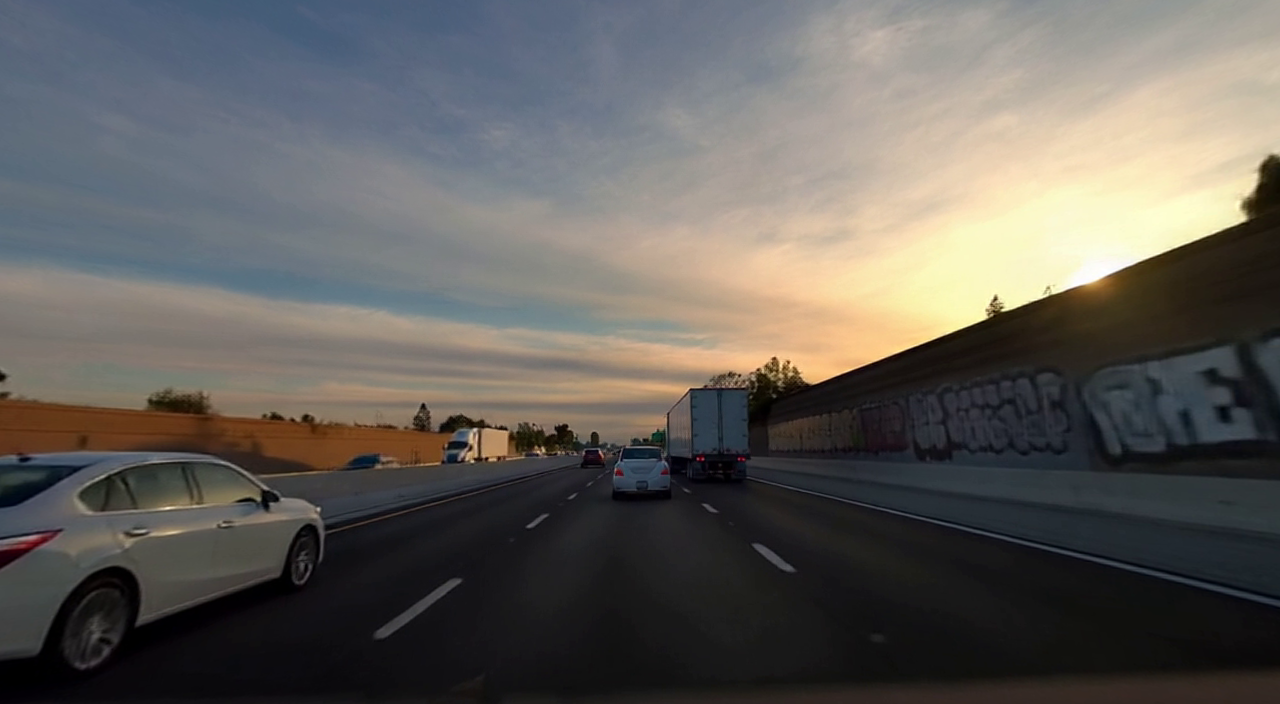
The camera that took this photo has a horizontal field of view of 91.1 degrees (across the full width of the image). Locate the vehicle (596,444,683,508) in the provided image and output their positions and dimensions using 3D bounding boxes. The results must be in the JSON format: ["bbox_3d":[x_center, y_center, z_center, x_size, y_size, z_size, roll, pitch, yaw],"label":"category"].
[{"bbox_3d":[-0.062,3.202,16.720,2.033,1.468,4.015,0,-9,-1],"label":"vehicle"}]

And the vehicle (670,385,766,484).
[{"bbox_3d":[3.516,4.435,32.950,2.902,4.014,14.446,0,-9,-1],"label":"vehicle"}]

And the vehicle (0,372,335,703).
[{"bbox_3d":[-4.365,1.187,4.544,1.988,1.750,4.711,0,-9,-1],"label":"vehicle"}]

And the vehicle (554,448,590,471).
[{"bbox_3d":[-4.795,7.639,44.822,2.067,1.481,4.085,-1,-9,0],"label":"vehicle"}]

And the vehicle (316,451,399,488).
[{"bbox_3d":[-12.242,5.090,27.496,1.840,1.447,3.868,0,-9,-1],"label":"vehicle"}]
